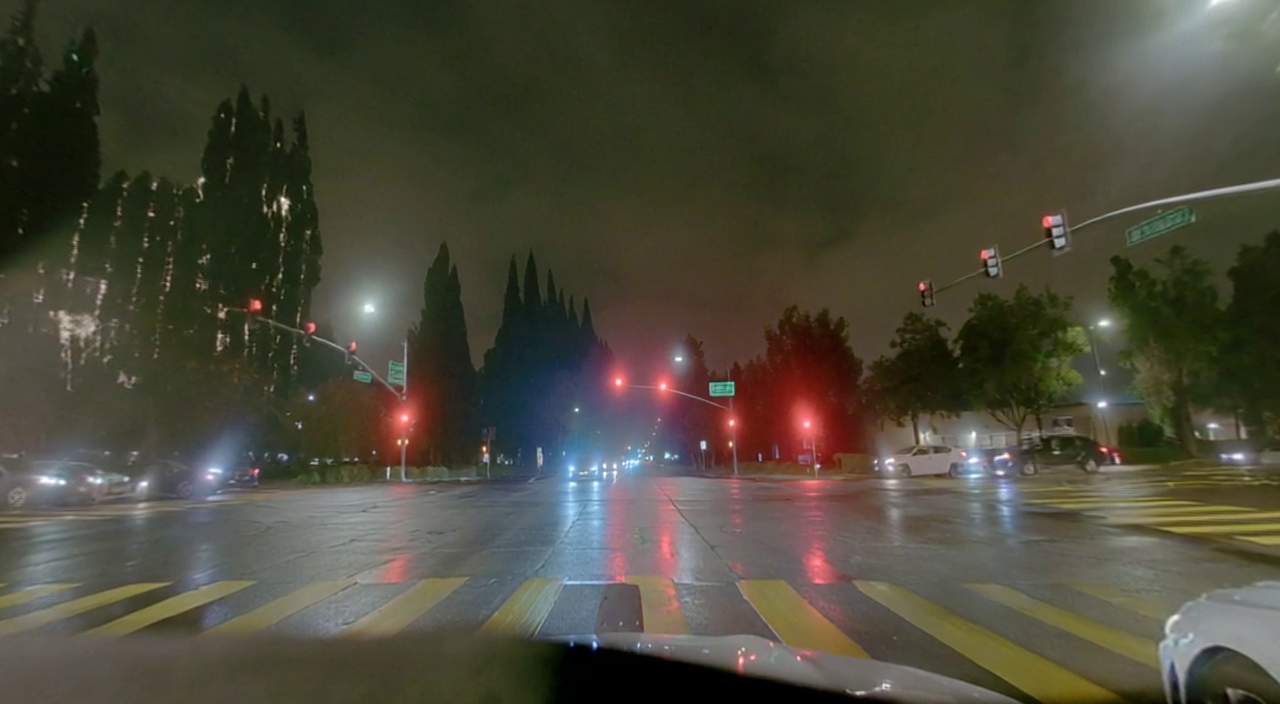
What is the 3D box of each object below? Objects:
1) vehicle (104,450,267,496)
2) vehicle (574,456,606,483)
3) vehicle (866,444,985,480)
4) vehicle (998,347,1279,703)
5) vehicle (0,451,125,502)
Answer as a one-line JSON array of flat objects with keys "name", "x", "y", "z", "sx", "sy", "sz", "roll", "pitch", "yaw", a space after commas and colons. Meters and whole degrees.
[{"name": "vehicle", "x": -18.737, "y": 5.013, "z": 26.289, "sx": 4.798, "sy": 1.763, "sz": 2.536, "roll": 0, "pitch": -10, "yaw": 0}, {"name": "vehicle", "x": -3.554, "y": 8.430, "z": 45.477, "sx": 2.162, "sy": 1.740, "sz": 4.728, "roll": 0, "pitch": -8, "yaw": -3}, {"name": "vehicle", "x": 15.581, "y": 6.011, "z": 34.770, "sx": 5.220, "sy": 1.897, "sz": 2.596, "roll": 0, "pitch": -8, "yaw": 0}, {"name": "vehicle", "x": 3.737, "y": 0.893, "z": 2.843, "sx": 2.227, "sy": 1.705, "sz": 4.719, "roll": -2, "pitch": -8, "yaw": 11}, {"name": "vehicle", "x": -22.070, "y": 4.462, "z": 22.881, "sx": 4.748, "sy": 1.727, "sz": 2.325, "roll": 0, "pitch": -8, "yaw": 1}]
